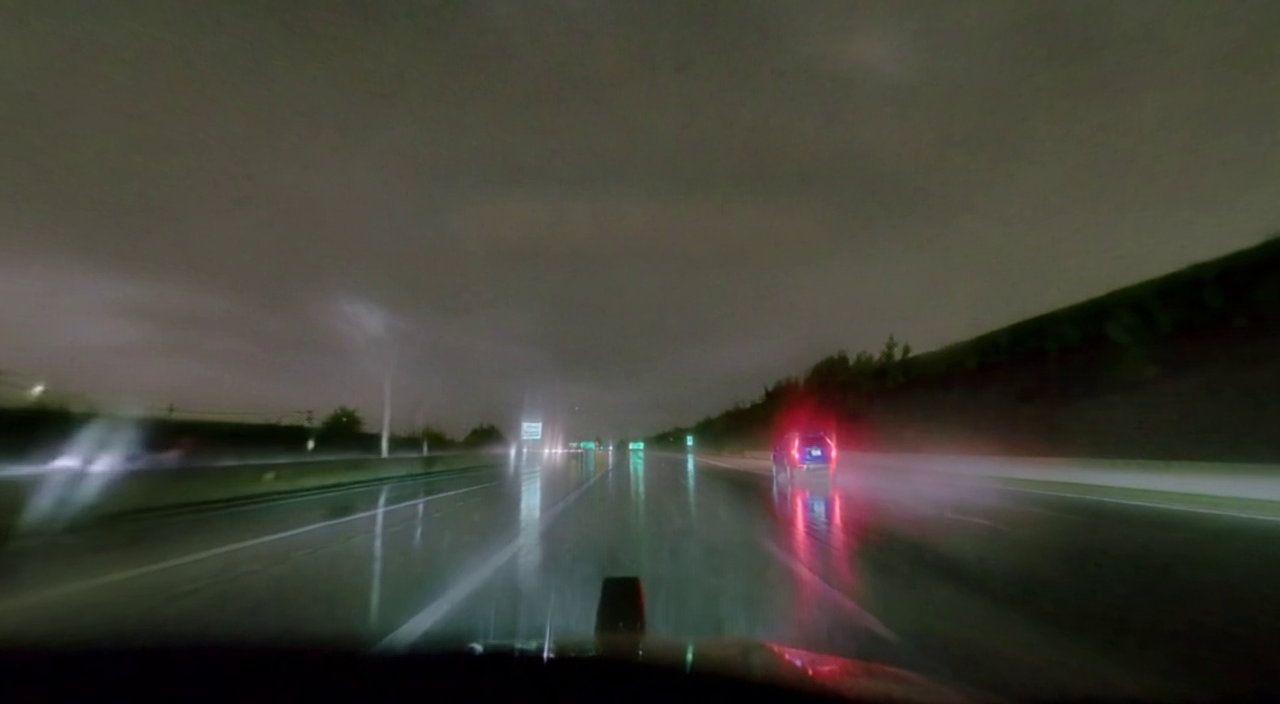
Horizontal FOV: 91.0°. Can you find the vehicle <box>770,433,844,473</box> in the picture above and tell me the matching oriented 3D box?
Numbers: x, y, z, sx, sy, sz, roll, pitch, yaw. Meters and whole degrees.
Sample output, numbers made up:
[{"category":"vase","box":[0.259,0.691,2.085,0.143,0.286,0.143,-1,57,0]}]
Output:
[{"category":"vehicle","box":[7.709,4.730,29.544,2.091,1.711,4.383,0,-9,-2]}]
